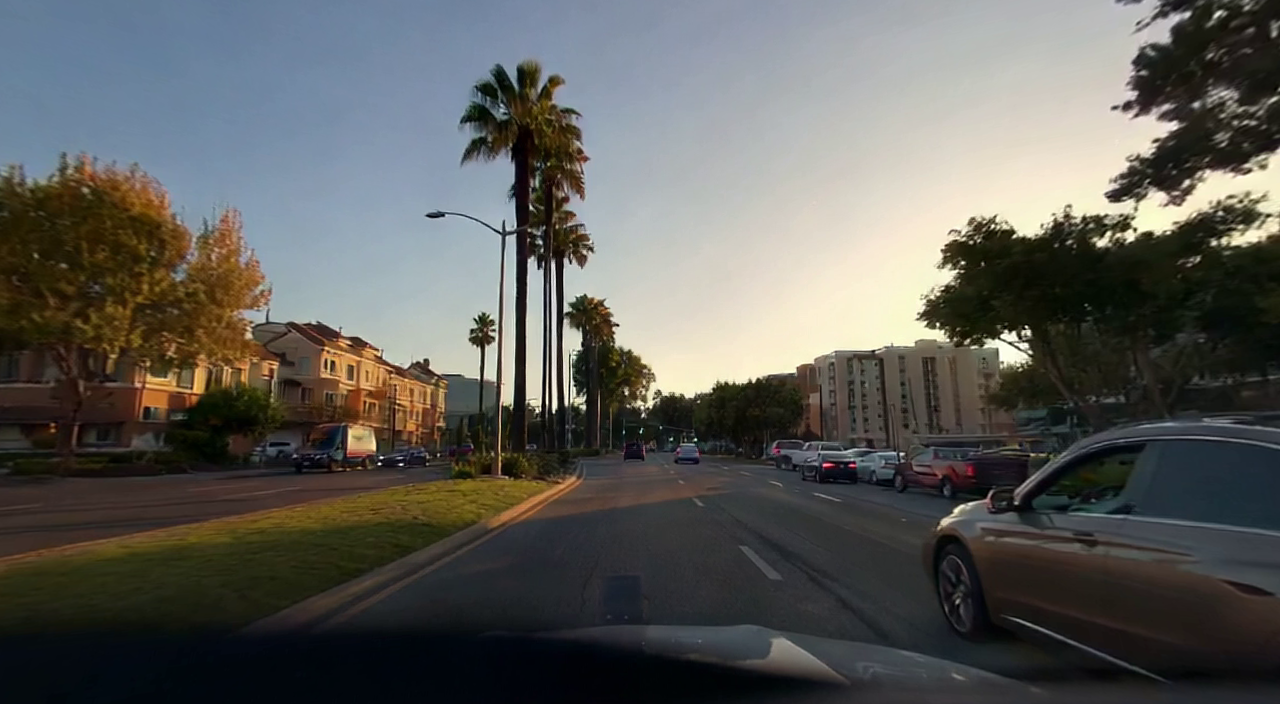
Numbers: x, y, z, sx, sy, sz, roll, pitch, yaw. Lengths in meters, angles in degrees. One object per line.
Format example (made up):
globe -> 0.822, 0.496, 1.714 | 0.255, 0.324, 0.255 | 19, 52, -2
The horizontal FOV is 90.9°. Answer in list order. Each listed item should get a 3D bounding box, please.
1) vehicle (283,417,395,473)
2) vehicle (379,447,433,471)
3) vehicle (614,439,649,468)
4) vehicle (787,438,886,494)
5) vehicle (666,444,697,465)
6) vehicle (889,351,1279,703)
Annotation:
vehicle -> -18.960, 5.976, 40.481 | 2.933, 3.159, 8.124 | -1, -9, 2
vehicle -> -15.433, 7.040, 41.838 | 1.783, 1.477, 4.624 | 0, -9, 0
vehicle -> -0.519, 6.346, 39.409 | 2.087, 1.709, 4.076 | 0, -9, 0
vehicle -> 6.360, 3.728, 20.942 | 1.858, 1.653, 4.194 | 0, -9, -1
vehicle -> 3.190, 7.908, 48.784 | 2.032, 1.516, 4.094 | 0, -9, -1
vehicle -> 3.026, 0.957, 2.862 | 2.009, 1.639, 4.267 | 0, -9, 0
